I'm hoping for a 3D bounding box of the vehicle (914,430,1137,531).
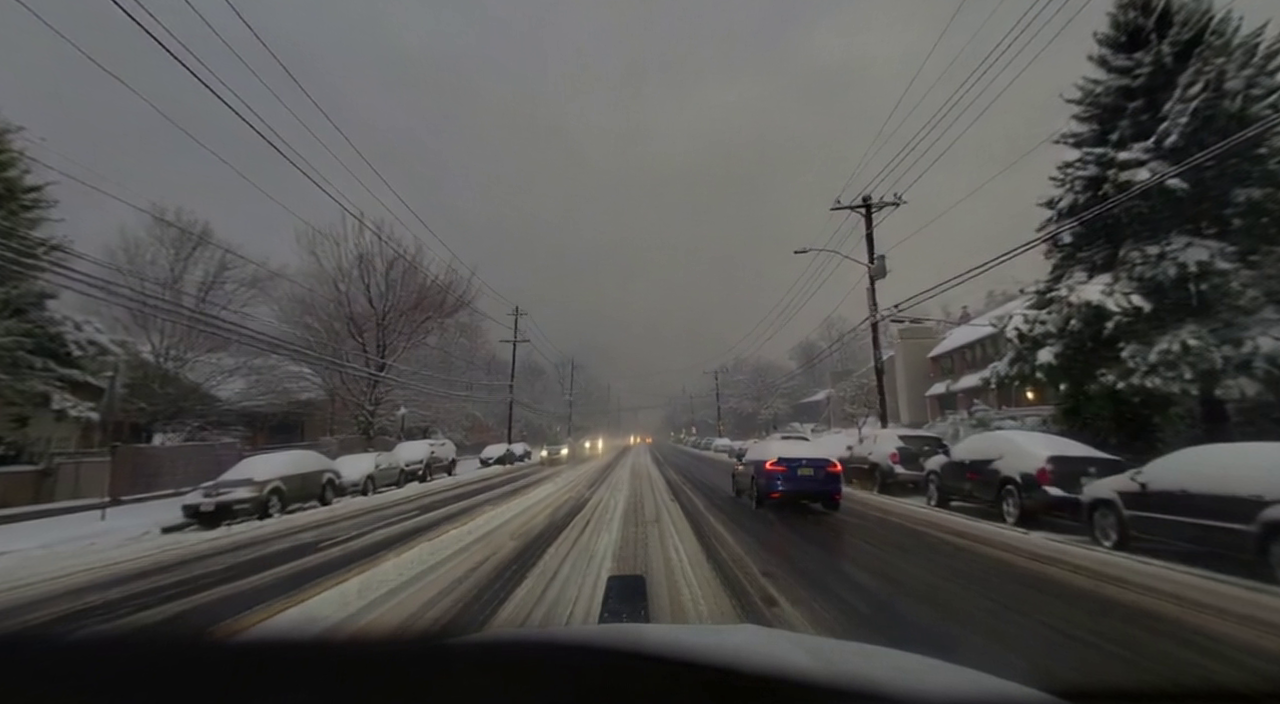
[{"bbox_3d":[7.689,2.551,13.217,1.811,1.749,4.308,0,-8,-2],"label":"vehicle"}]

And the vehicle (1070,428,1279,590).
[{"bbox_3d":[7.744,1.772,7.472,2.044,1.682,4.466,0,-8,-2],"label":"vehicle"}]

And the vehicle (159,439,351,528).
[{"bbox_3d":[-9.402,3.167,15.909,1.961,1.683,4.483,-7,-8,1],"label":"vehicle"}]

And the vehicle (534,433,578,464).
[{"bbox_3d":[-5.029,5.842,38.312,2.050,1.729,4.269,0,-8,1],"label":"vehicle"}]

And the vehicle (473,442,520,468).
[{"bbox_3d":[-9.325,6.719,41.383,1.944,1.524,4.404,0,-8,1],"label":"vehicle"}]

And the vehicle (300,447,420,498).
[{"bbox_3d":[-9.345,4.028,21.475,1.949,1.502,4.264,-1,-8,3],"label":"vehicle"}]

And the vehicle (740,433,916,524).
[{"bbox_3d":[3.510,2.439,12.876,2.059,1.489,4.629,0,-8,-1],"label":"vehicle"}]

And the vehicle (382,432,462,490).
[{"bbox_3d":[-9.429,4.688,27.645,1.981,1.975,4.534,-3,-4,-1],"label":"vehicle"}]
